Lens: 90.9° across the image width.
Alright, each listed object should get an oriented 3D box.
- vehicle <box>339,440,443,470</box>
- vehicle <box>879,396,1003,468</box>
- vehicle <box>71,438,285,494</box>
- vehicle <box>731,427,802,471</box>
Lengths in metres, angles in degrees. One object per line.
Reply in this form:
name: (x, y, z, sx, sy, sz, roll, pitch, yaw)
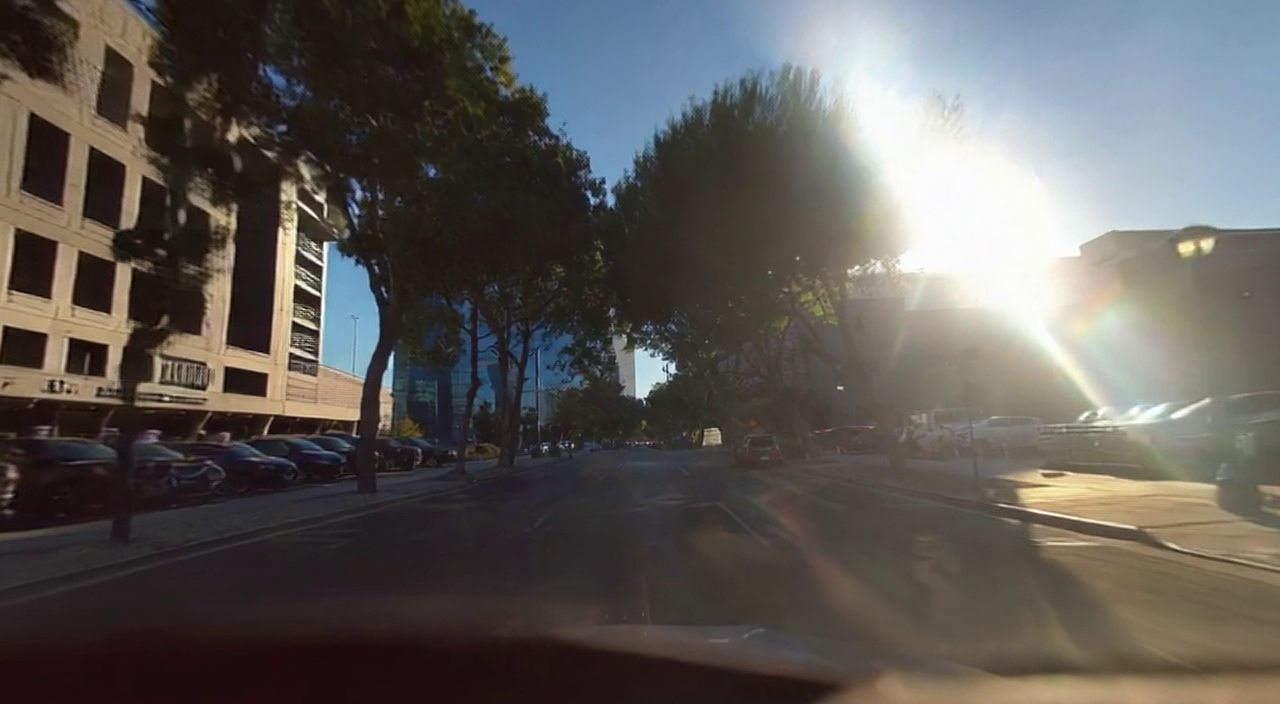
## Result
vehicle: (-13.599, 5.647, 34.659, 4.765, 1.517, 2.182, 0, -9, 0)
vehicle: (13.273, 3.646, 28.404, 2.935, 2.889, 5.499, -1, -8, 2)
vehicle: (-14.475, 3.595, 20.085, 4.954, 1.614, 2.227, 0, -9, -4)
vehicle: (6.153, 4.789, 31.352, 2.338, 1.942, 5.267, 0, -8, -1)
